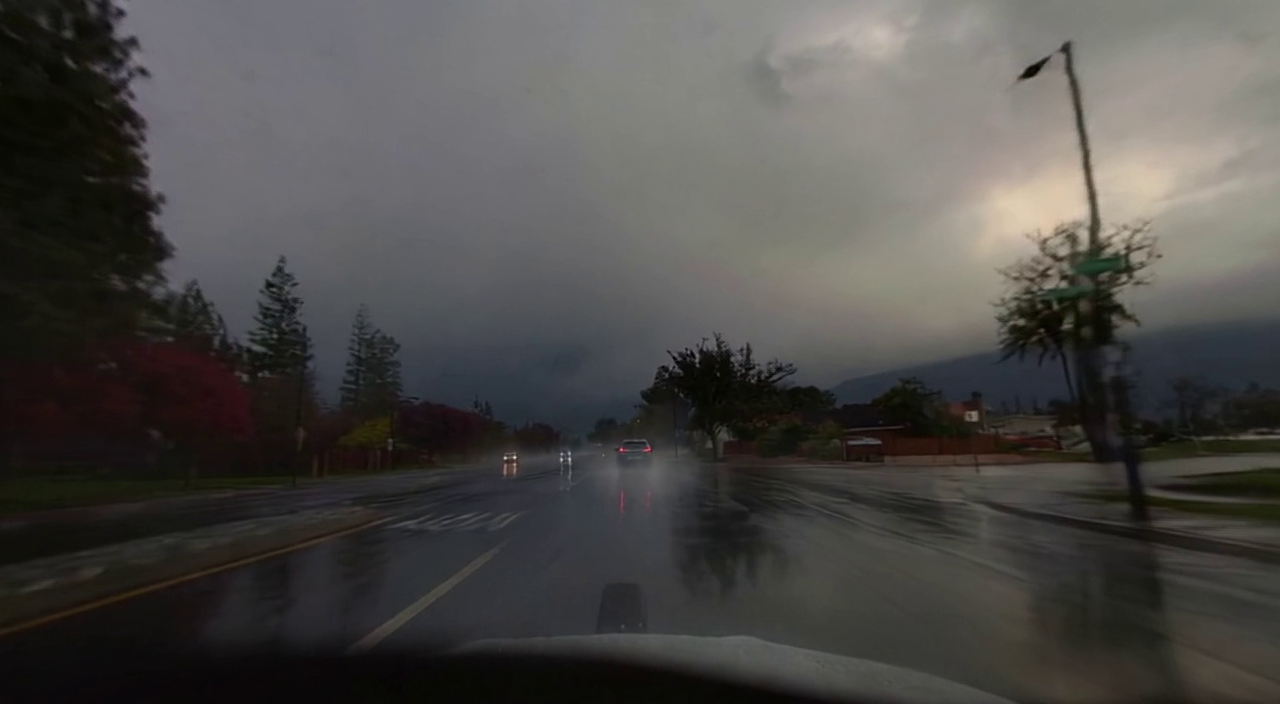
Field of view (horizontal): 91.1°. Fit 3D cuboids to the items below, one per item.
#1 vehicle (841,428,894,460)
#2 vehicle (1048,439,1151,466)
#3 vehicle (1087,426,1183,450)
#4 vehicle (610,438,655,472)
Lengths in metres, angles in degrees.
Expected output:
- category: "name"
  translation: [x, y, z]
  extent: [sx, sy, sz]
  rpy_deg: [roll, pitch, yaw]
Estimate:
- category: "vehicle"
  translation: [14.950, 6.009, 41.024]
  extent: [2.666, 1.892, 5.391]
  rpy_deg: [-4, -9, 25]
- category: "vehicle"
  translation: [24.752, 5.393, 33.844]
  extent: [4.466, 1.414, 1.977]
  rpy_deg: [2, -9, -15]
- category: "vehicle"
  translation: [35.630, 6.232, 45.315]
  extent: [1.847, 1.578, 4.998]
  rpy_deg: [6, -10, -36]
- category: "vehicle"
  translation: [-0.500, 5.848, 35.933]
  extent: [2.165, 1.783, 4.391]
  rpy_deg: [1, -8, -6]
